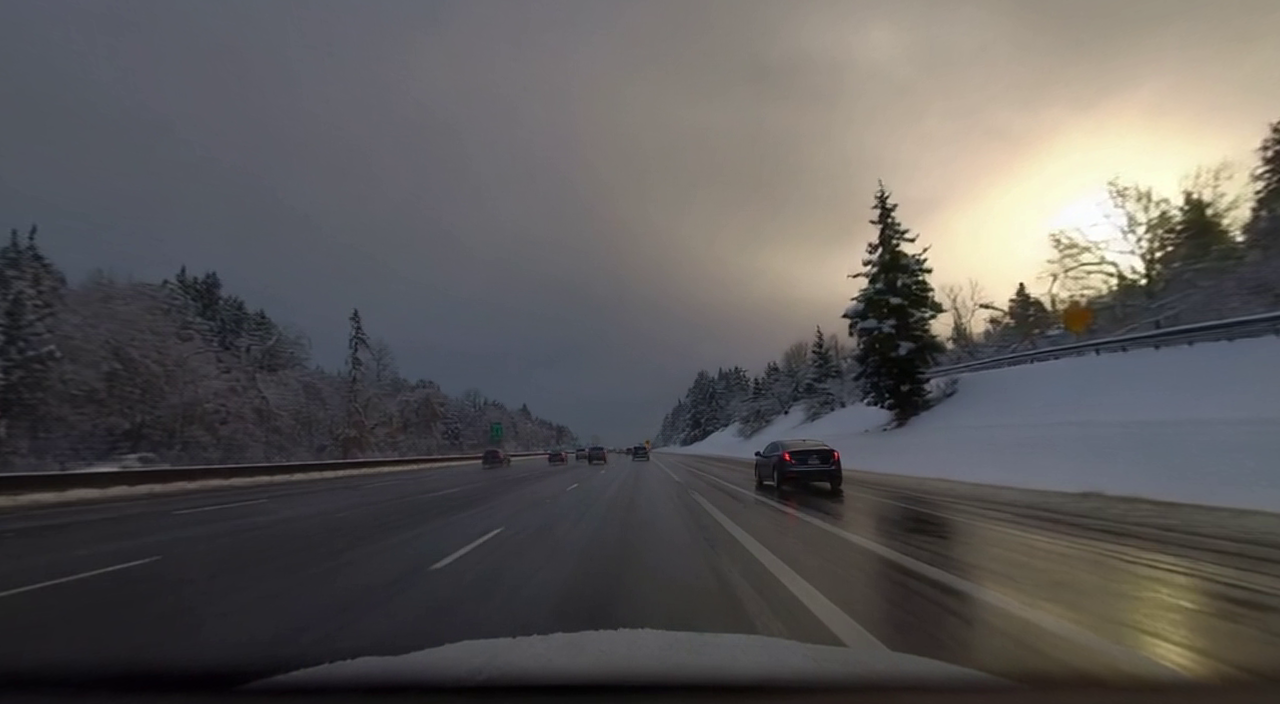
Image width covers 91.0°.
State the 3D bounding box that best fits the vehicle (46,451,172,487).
[{"bbox_3d":[-24.515,5.374,29.335,1.899,1.527,4.512,0,-9,1],"label":"vehicle"}]

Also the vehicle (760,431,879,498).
[{"bbox_3d":[5.405,3.466,19.816,2.259,1.816,4.862,0,-9,0],"label":"vehicle"}]

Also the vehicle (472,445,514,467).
[{"bbox_3d":[-11.270,8.000,48.596,2.107,1.628,4.446,0,-9,1],"label":"vehicle"}]
